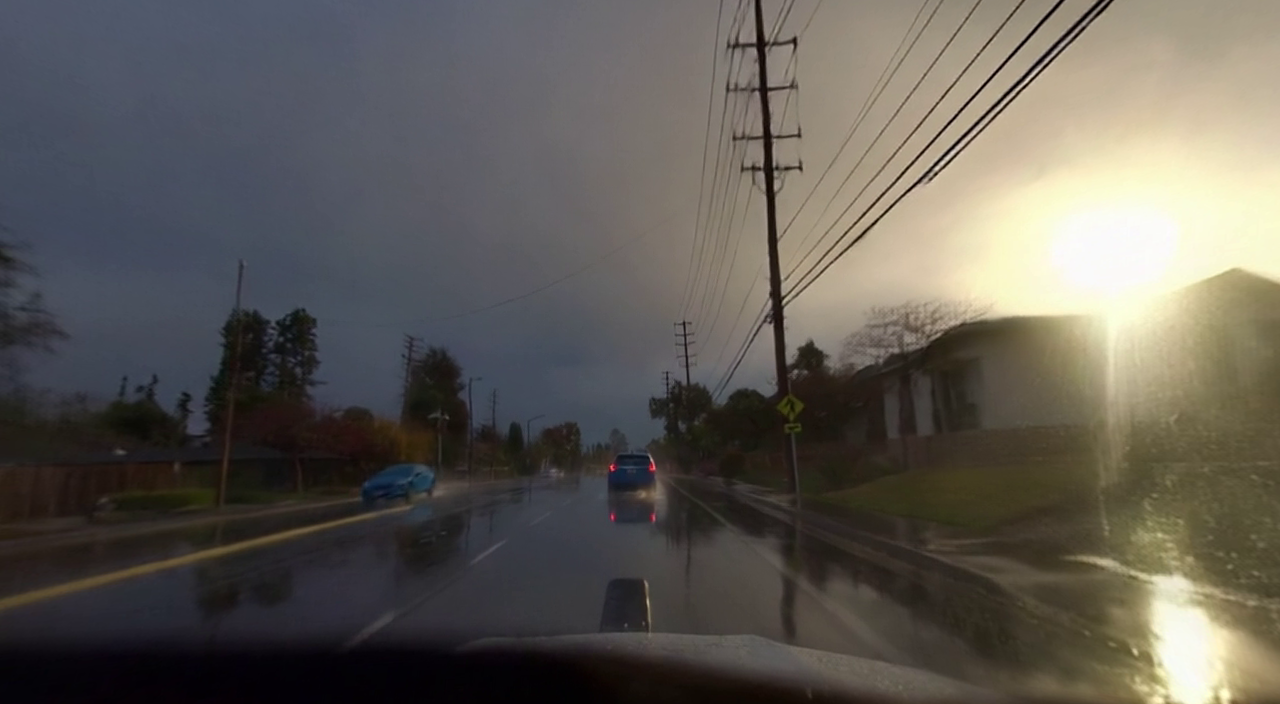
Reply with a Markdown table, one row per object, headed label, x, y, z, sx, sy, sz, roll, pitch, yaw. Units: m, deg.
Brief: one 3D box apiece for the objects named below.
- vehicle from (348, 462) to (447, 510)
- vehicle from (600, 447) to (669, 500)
| label | x | y | z | sx | sy | sz | roll | pitch | yaw |
| --- | --- | --- | --- | --- | --- | --- | --- | --- | --- |
| vehicle | -9.207 | 5.109 | 24.442 | 1.960 | 1.490 | 4.674 | 0 | -8 | 1 |
| vehicle | -0.196 | 4.196 | 22.287 | 2.200 | 1.653 | 4.127 | 0 | -8 | -1 |
